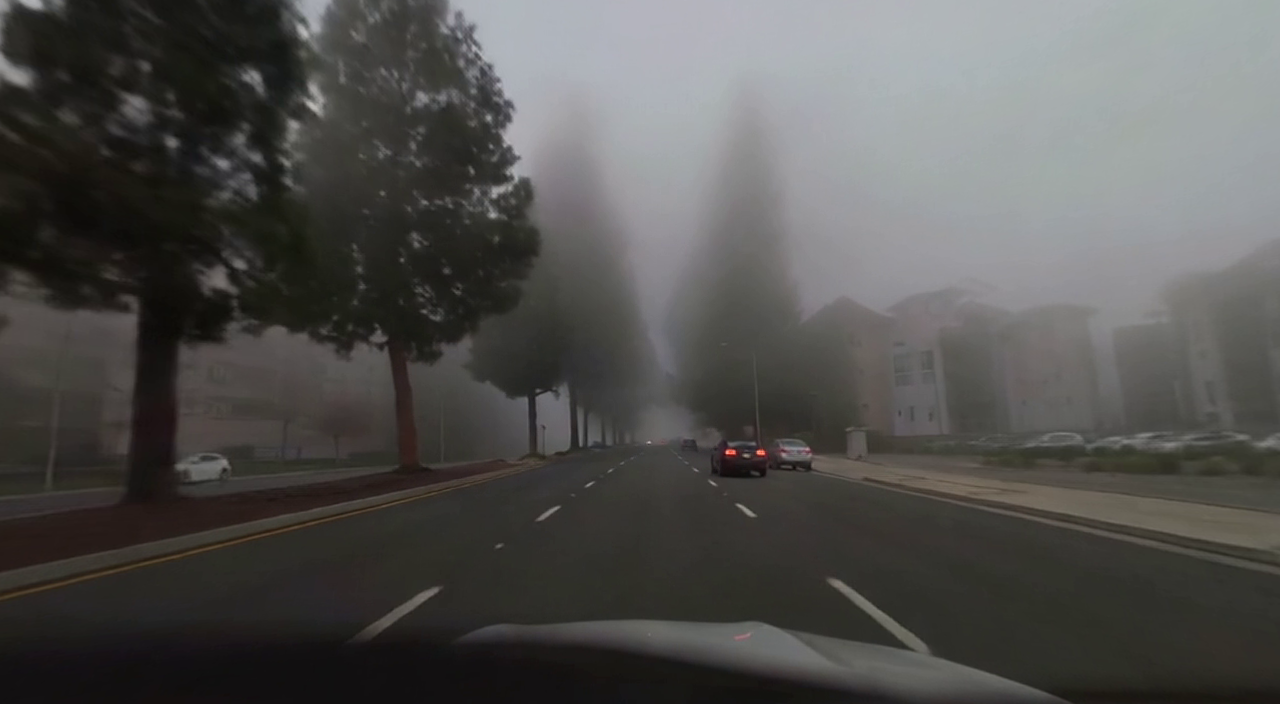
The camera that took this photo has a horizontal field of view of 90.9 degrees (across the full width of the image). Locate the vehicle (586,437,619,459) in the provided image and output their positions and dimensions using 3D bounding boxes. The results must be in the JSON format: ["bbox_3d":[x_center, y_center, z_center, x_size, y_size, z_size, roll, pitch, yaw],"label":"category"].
[{"bbox_3d":[-2.659,6.913,45.558,2.049,1.485,4.656,0,-8,1],"label":"vehicle"}]

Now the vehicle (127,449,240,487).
[{"bbox_3d":[-22.329,5.642,31.135,1.883,1.671,4.779,0,-8,2],"label":"vehicle"}]

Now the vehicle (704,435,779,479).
[{"bbox_3d":[3.753,3.969,24.186,2.128,1.502,4.572,0,-8,0],"label":"vehicle"}]

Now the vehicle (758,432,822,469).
[{"bbox_3d":[7.496,4.989,31.995,2.121,1.727,4.789,0,-8,0],"label":"vehicle"}]
